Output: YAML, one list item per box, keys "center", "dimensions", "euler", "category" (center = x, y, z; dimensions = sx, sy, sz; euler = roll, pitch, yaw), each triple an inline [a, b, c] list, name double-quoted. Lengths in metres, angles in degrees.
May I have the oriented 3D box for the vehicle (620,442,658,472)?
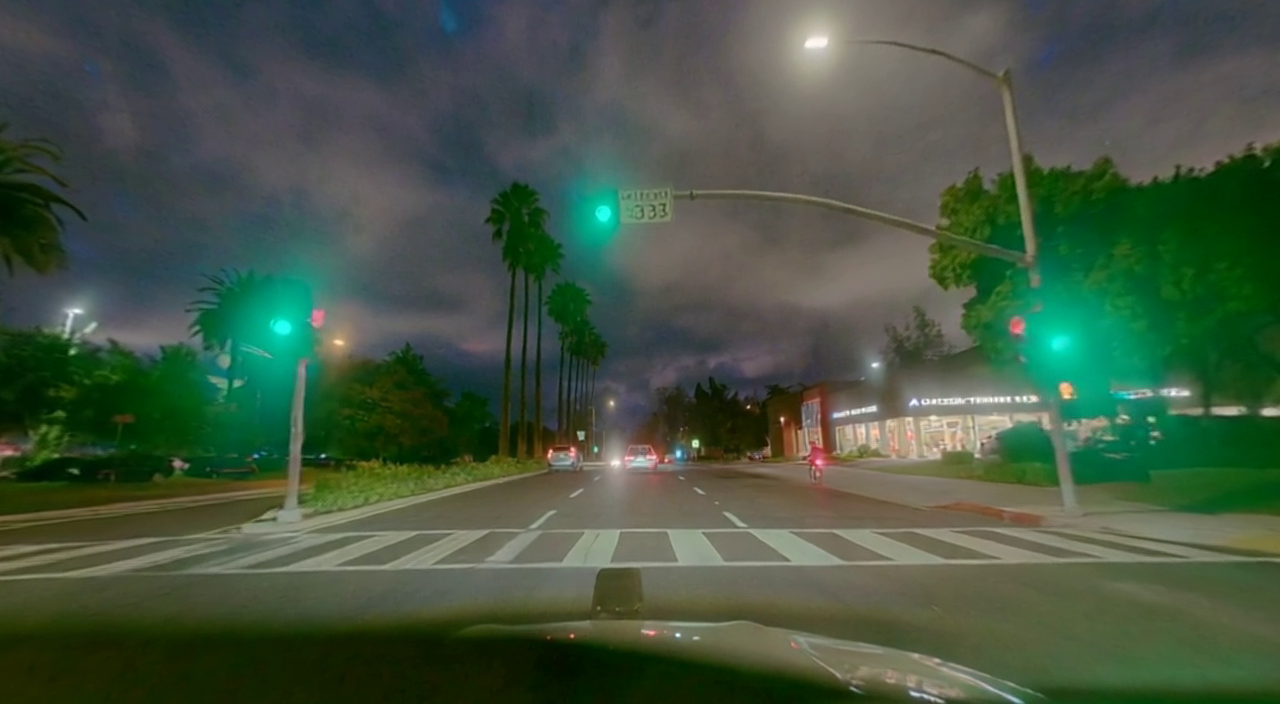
- center: [-0.108, 6.062, 36.588]
  dimensions: [2.102, 1.653, 3.698]
  euler: [0, -9, -1]
  category: "vehicle"

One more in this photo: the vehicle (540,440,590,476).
- center: [-3.922, 5.619, 33.701]
  dimensions: [2.071, 1.744, 4.500]
  euler: [0, -9, 1]
  category: "vehicle"

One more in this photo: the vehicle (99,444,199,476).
- center: [-34.427, 7.576, 44.409]
  dimensions: [5.109, 2.014, 2.269]
  euler: [-2, -10, 2]
  category: "vehicle"
